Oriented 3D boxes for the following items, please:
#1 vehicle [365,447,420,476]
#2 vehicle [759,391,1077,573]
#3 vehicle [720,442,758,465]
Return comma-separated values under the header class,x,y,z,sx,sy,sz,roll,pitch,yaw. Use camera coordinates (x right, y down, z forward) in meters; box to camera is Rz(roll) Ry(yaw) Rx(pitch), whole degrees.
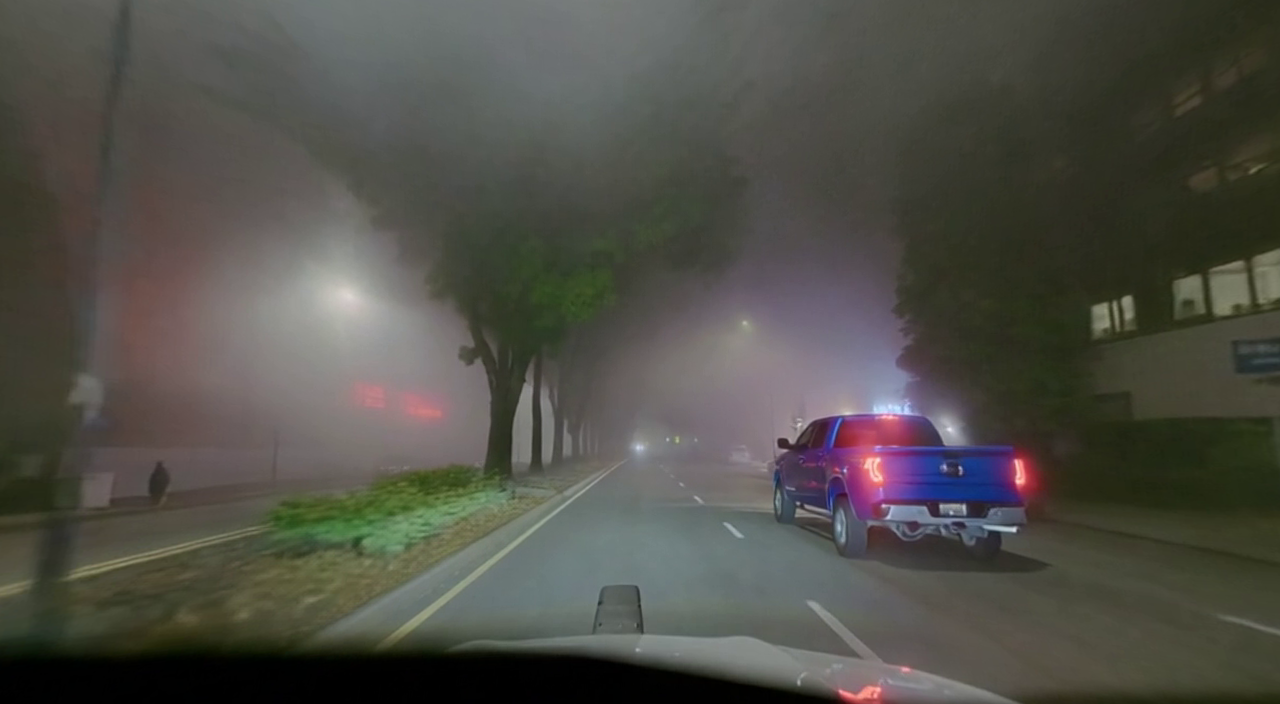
class,x,y,z,sx,sy,sz,roll,pitch,yaw
vehicle,-16.048,7.122,41.071,1.913,1.734,4.357,0,-8,-2
vehicle,3.325,1.707,9.124,2.085,1.828,5.383,0,-8,-1
vehicle,7.270,7.468,46.516,1.863,1.588,4.670,0,-8,-3
